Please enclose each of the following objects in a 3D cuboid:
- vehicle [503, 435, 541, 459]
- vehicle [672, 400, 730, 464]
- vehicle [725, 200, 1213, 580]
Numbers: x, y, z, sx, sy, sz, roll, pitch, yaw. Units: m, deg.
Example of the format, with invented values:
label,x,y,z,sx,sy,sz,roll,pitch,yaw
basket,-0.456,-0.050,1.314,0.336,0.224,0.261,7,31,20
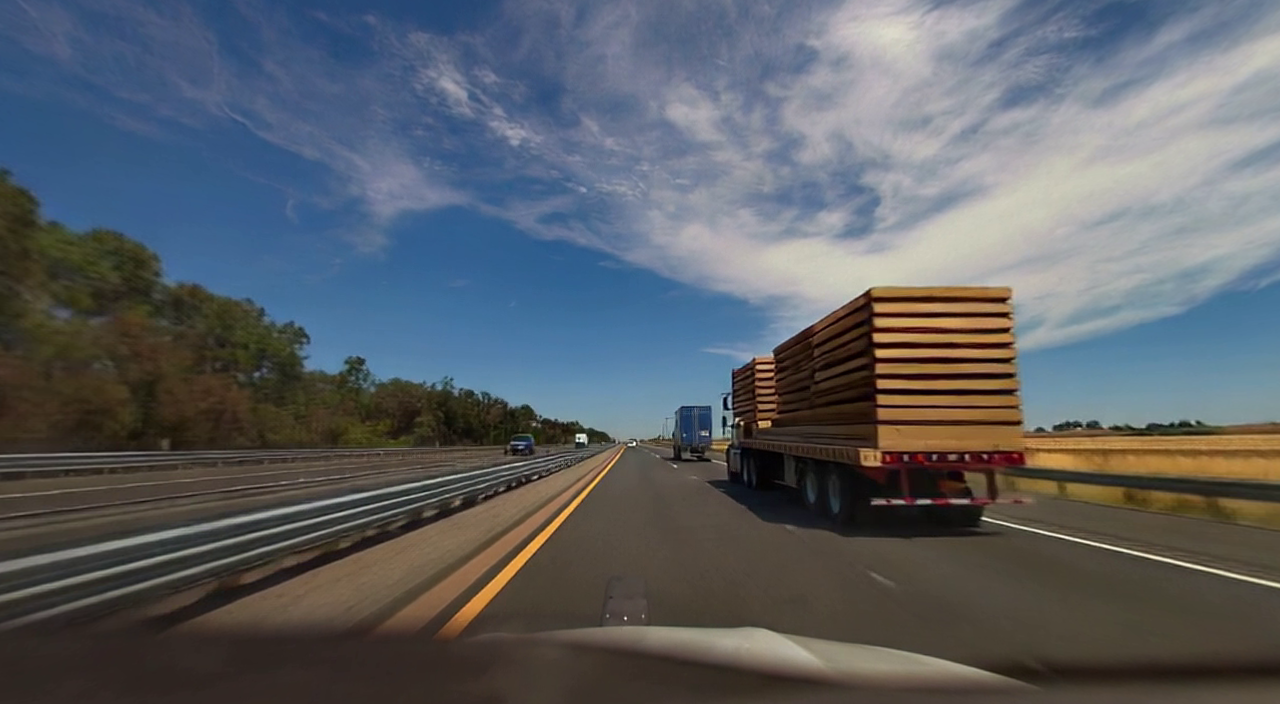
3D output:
label,x,y,z,sx,sy,sz,roll,pitch,yaw
vehicle,-8.813,7.150,47.223,1.952,1.647,4.249,0,-8,1
vehicle,4.274,6.232,48.338,3.023,4.054,16.882,0,-8,1
vehicle,4.390,1.229,13.620,3.024,4.065,13.796,-1,-7,0
